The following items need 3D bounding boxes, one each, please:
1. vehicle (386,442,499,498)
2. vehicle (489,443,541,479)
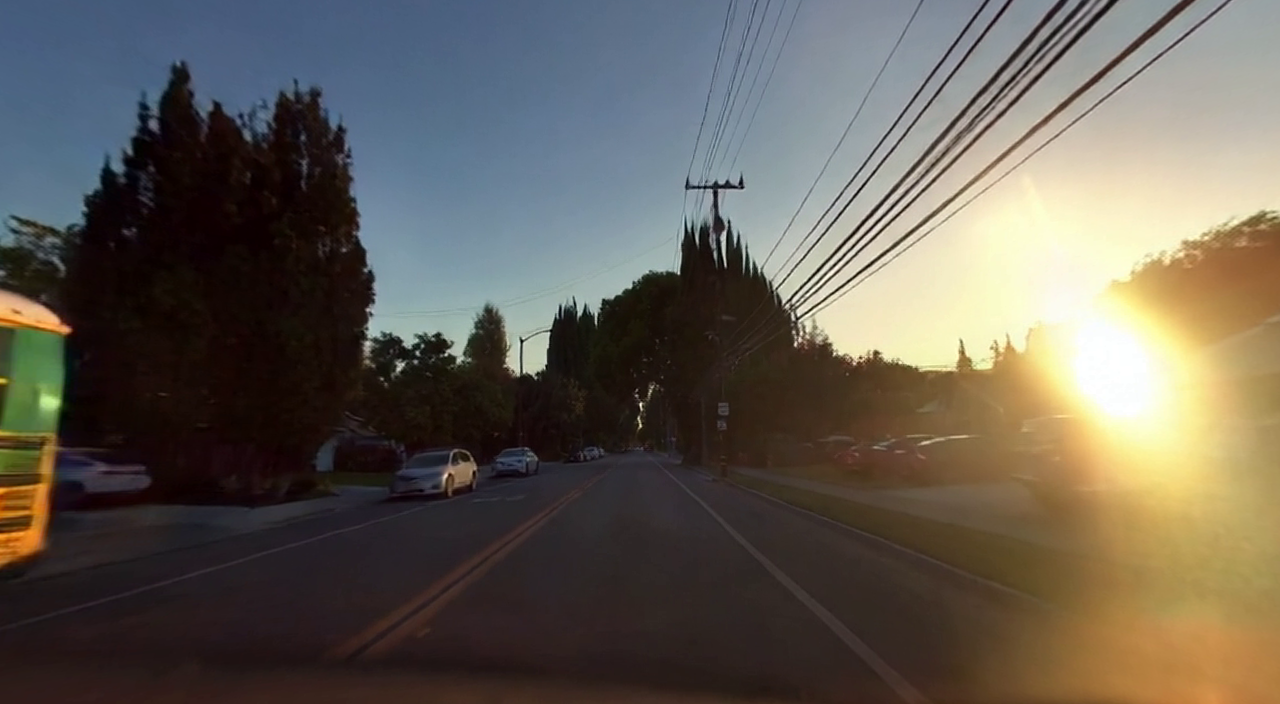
[{"bbox_3d":[-6.519,3.946,21.467,2.129,1.556,4.778,-4,-9,2],"label":"vehicle"},{"bbox_3d":[-6.748,5.880,34.519,1.923,1.687,4.511,-4,-8,-1],"label":"vehicle"}]
